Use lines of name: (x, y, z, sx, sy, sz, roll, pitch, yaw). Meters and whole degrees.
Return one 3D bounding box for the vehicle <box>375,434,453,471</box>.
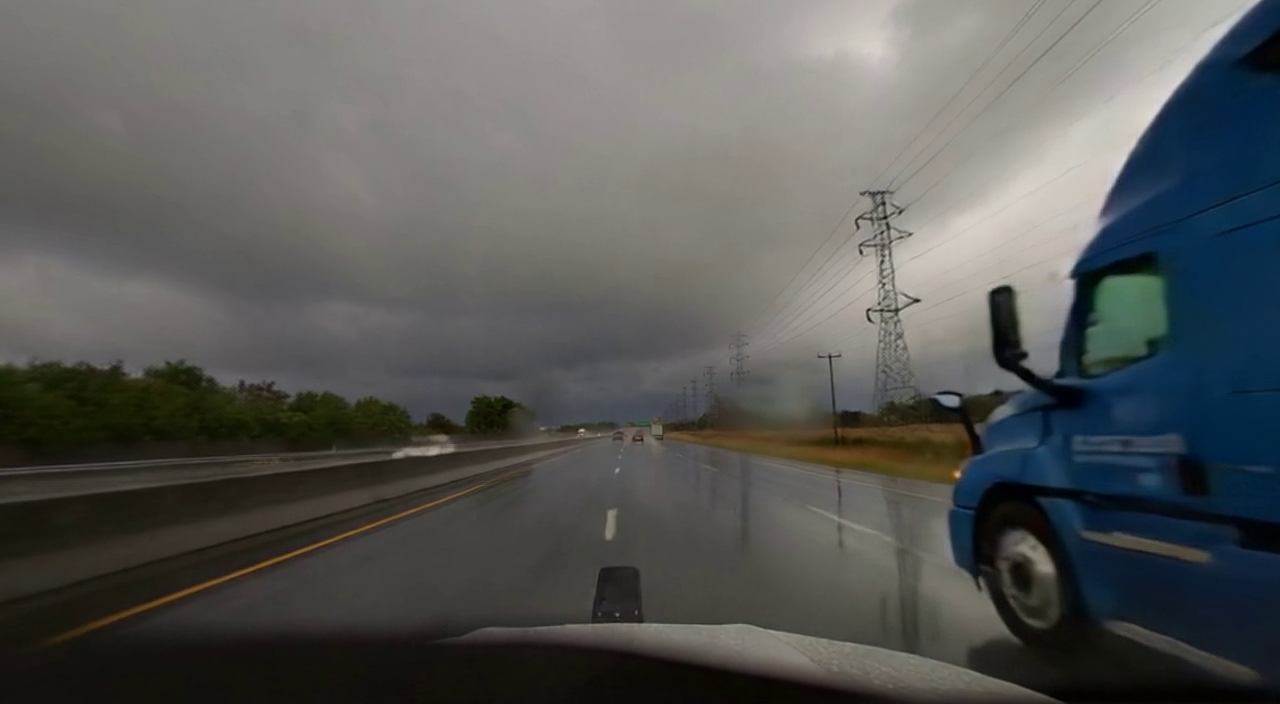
vehicle: (-9.922, 4.422, 28.007, 1.879, 1.461, 4.558, 0, -8, -1)
